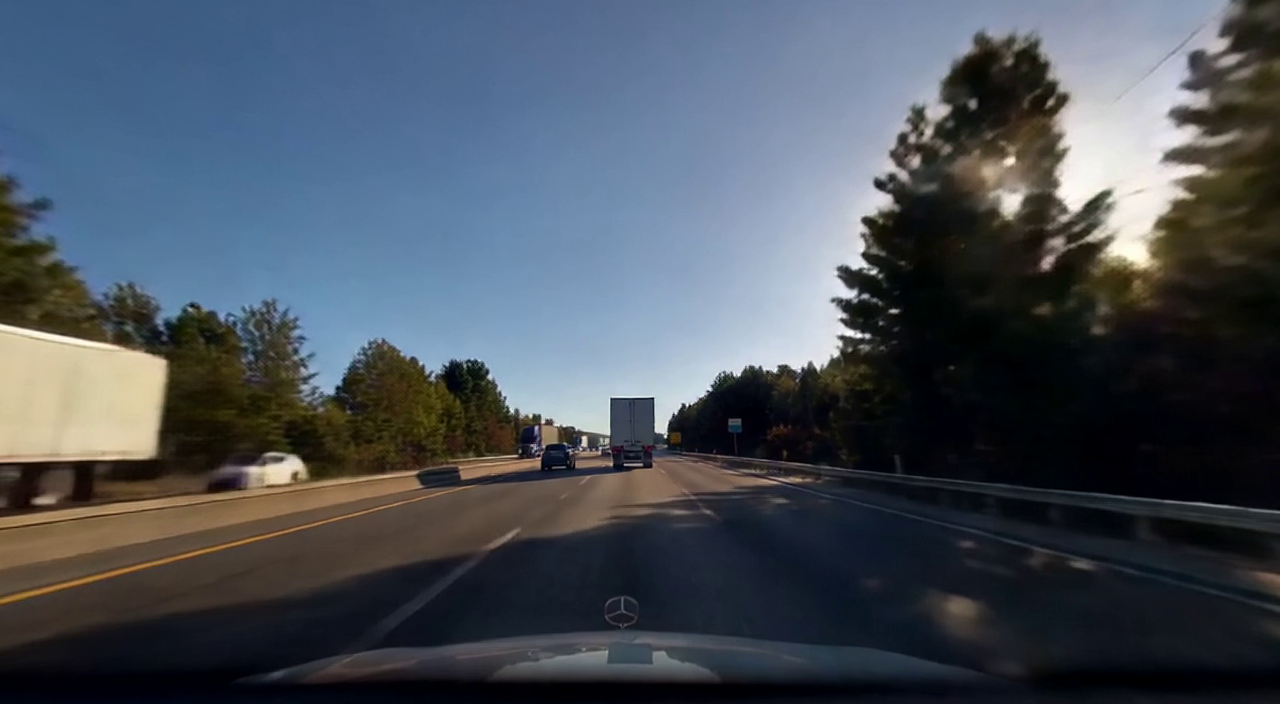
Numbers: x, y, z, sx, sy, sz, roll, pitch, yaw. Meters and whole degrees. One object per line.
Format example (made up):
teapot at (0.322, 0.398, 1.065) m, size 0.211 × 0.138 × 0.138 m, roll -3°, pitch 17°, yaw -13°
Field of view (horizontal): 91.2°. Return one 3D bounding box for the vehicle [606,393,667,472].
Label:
vehicle at (-0.249, 4.967, 37.747) m, size 3.100 × 4.091 × 10.664 m, roll 0°, pitch -9°, yaw -1°

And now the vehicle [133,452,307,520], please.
vehicle at (-10.284, 3.254, 15.746) m, size 1.751 × 1.448 × 3.765 m, roll 0°, pitch -9°, yaw 0°

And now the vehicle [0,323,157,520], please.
vehicle at (-15.031, 1.035, 10.414) m, size 2.929 × 4.123 × 14.002 m, roll 0°, pitch -9°, yaw 0°

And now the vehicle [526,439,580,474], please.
vehicle at (-4.259, 5.220, 31.426) m, size 2.112 × 1.645 × 4.129 m, roll 0°, pitch -9°, yaw 0°
